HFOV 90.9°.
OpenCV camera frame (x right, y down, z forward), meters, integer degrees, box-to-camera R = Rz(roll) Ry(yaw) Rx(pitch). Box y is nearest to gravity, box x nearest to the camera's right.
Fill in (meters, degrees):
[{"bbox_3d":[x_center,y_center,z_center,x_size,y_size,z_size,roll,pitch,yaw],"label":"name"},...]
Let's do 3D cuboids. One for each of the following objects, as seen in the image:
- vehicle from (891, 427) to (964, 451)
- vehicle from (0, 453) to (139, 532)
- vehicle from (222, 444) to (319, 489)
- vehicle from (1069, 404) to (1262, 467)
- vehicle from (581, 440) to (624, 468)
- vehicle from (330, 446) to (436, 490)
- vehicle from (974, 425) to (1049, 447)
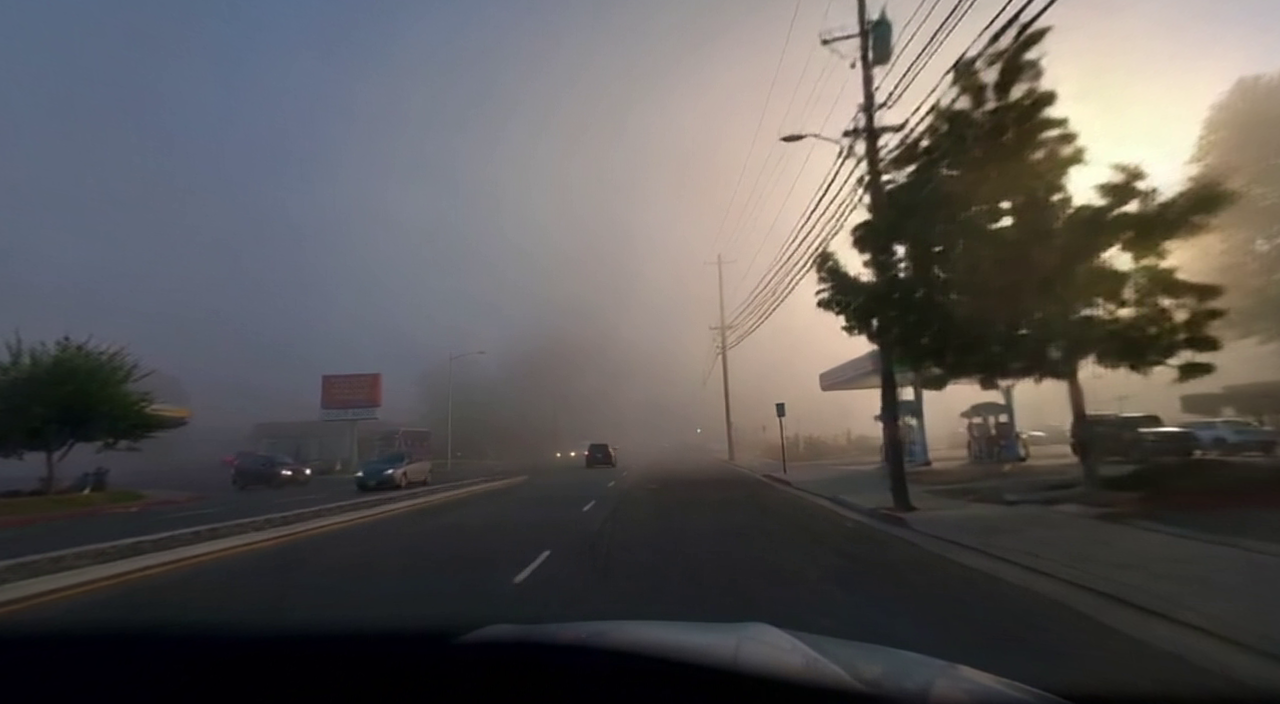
[{"bbox_3d":[21.370,6.538,47.149,1.908,1.474,4.885,0,-10,-22],"label":"vehicle"},{"bbox_3d":[-13.864,3.008,13.706,2.091,1.538,4.451,-1,-8,4],"label":"vehicle"},{"bbox_3d":[-19.515,5.954,33.209,5.575,2.142,1.996,-6,-10,33],"label":"vehicle"},{"bbox_3d":[18.660,2.993,22.798,2.020,1.972,4.983,2,-7,-15],"label":"vehicle"},{"bbox_3d":[-2.122,5.885,36.569,2.073,1.525,3.968,-1,-8,2],"label":"vehicle"},{"bbox_3d":[-9.881,4.475,24.770,2.021,1.480,4.800,-1,-8,2],"label":"vehicle"},{"bbox_3d":[27.276,6.247,46.483,1.901,1.509,4.610,2,-9,-15],"label":"vehicle"}]
